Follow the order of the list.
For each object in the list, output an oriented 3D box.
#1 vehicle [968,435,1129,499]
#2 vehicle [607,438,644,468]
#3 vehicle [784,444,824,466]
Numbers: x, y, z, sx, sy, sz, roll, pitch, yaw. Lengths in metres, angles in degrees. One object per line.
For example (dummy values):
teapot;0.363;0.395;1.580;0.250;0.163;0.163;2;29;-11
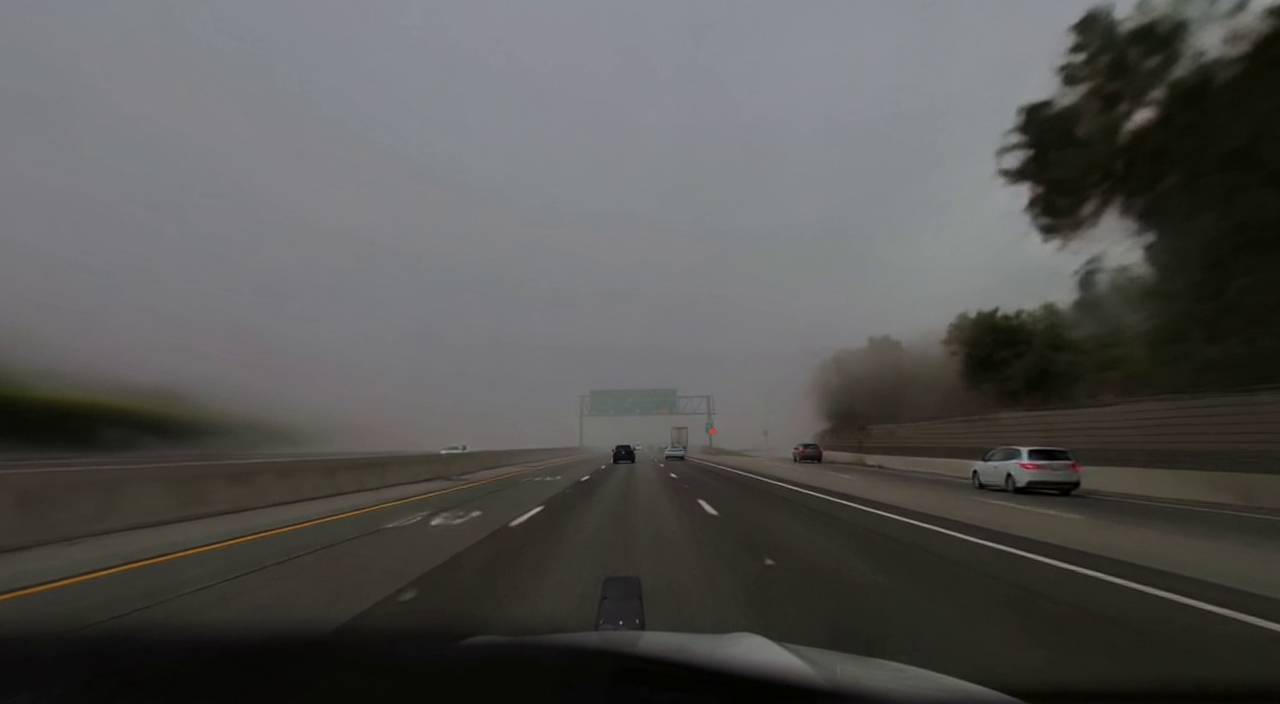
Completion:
vehicle;12.076;3.407;19.114;1.912;1.673;4.438;0;-8;1
vehicle;-0.863;6.166;38.820;2.121;1.739;4.087;0;-8;0
vehicle;12.199;7.648;47.242;1.867;1.563;4.436;0;-8;2
